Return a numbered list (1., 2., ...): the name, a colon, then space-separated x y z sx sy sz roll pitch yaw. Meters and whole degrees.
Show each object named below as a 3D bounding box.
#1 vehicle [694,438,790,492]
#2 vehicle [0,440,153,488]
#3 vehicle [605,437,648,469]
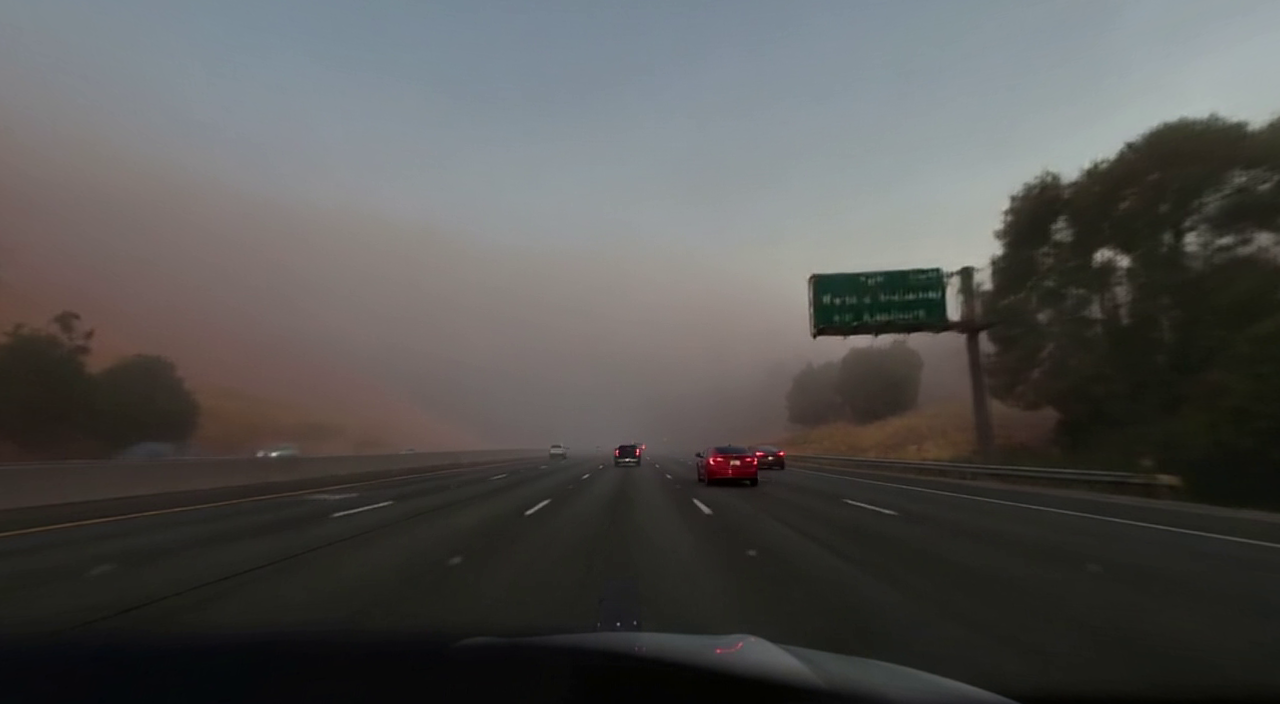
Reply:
1. vehicle: 3.055 3.504 19.992 2.120 1.492 4.734 0 -8 -2
2. vehicle: -21.892 4.275 24.659 2.198 1.652 4.448 0 -8 -1
3. vehicle: -0.722 5.665 35.598 2.277 1.675 4.023 0 -8 -1
